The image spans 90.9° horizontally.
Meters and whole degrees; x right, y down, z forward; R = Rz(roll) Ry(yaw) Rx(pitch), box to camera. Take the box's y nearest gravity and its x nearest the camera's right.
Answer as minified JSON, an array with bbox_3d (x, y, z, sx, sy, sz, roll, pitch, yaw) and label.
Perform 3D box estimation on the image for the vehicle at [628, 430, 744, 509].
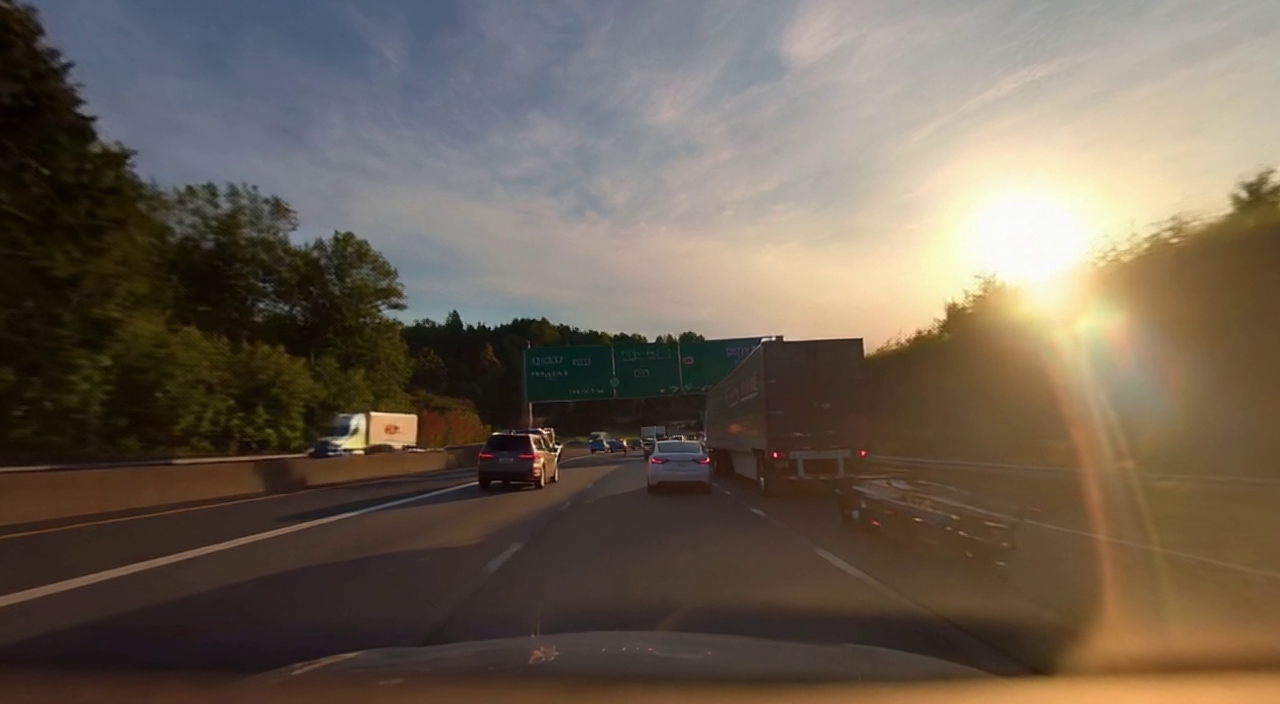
[{"bbox_3d":[0.870,2.515,14.123,2.200,1.495,4.282,0,-8,0],"label":"vehicle"}]

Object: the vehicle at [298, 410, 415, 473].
[{"bbox_3d":[-14.443,4.638,32.859,2.621,2.896,7.092,0,-8,2],"label":"vehicle"}]

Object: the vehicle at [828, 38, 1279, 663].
[{"bbox_3d":[4.512,0.261,6.974,2.981,3.988,6.053,0,-8,1],"label":"vehicle"}]

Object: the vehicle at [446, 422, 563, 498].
[{"bbox_3d":[-3.380,2.783,16.736,2.006,1.729,4.447,0,-8,2],"label":"vehicle"}]

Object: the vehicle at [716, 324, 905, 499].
[{"bbox_3d":[4.824,2.308,21.920,2.883,4.070,14.423,0,-8,1],"label":"vehicle"}]

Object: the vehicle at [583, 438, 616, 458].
[{"bbox_3d":[-3.102,7.505,49.478,2.181,1.538,4.169,0,-8,2],"label":"vehicle"}]
